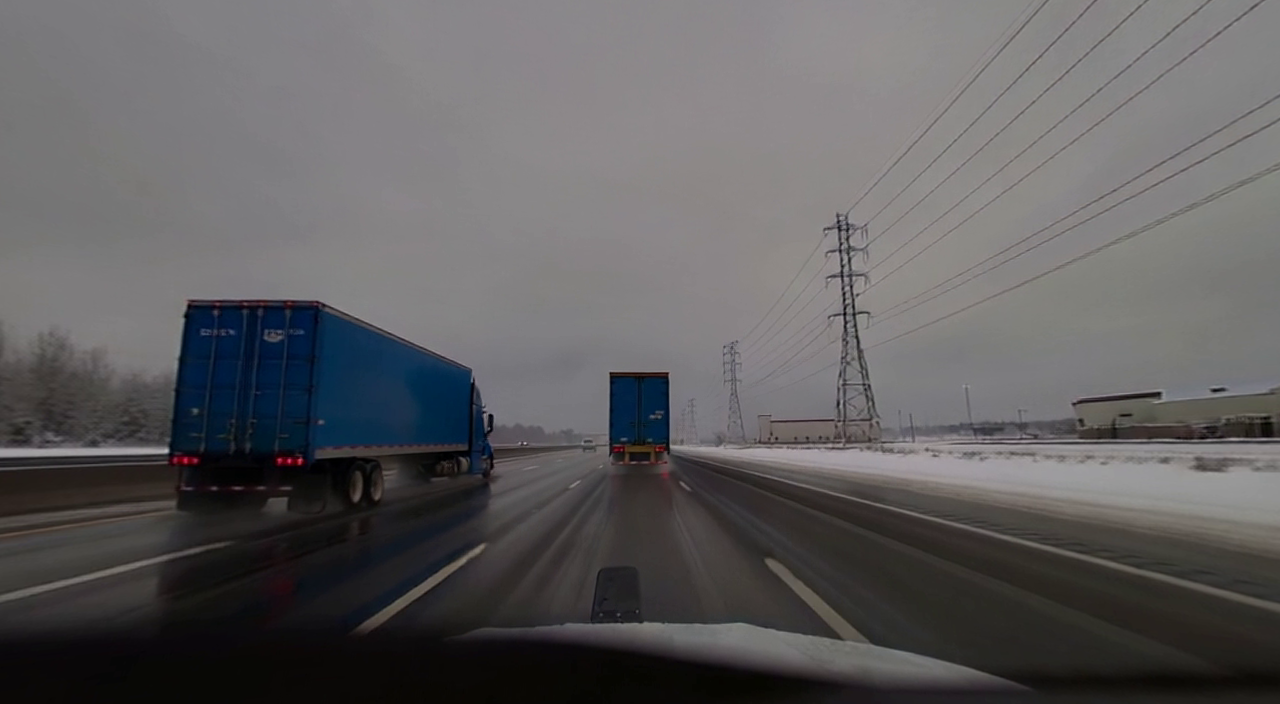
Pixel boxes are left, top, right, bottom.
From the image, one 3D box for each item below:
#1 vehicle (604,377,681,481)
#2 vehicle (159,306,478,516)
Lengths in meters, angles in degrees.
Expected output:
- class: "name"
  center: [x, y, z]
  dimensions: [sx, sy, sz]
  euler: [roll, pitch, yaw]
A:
- class: "vehicle"
  center: [0.025, 3.612, 28.599]
  dimensions: [2.858, 3.847, 10.034]
  euler: [0, -9, -1]
- class: "vehicle"
  center: [-7.464, 1.905, 17.562]
  dimensions: [2.937, 3.981, 11.119]
  euler: [-1, -9, 0]
